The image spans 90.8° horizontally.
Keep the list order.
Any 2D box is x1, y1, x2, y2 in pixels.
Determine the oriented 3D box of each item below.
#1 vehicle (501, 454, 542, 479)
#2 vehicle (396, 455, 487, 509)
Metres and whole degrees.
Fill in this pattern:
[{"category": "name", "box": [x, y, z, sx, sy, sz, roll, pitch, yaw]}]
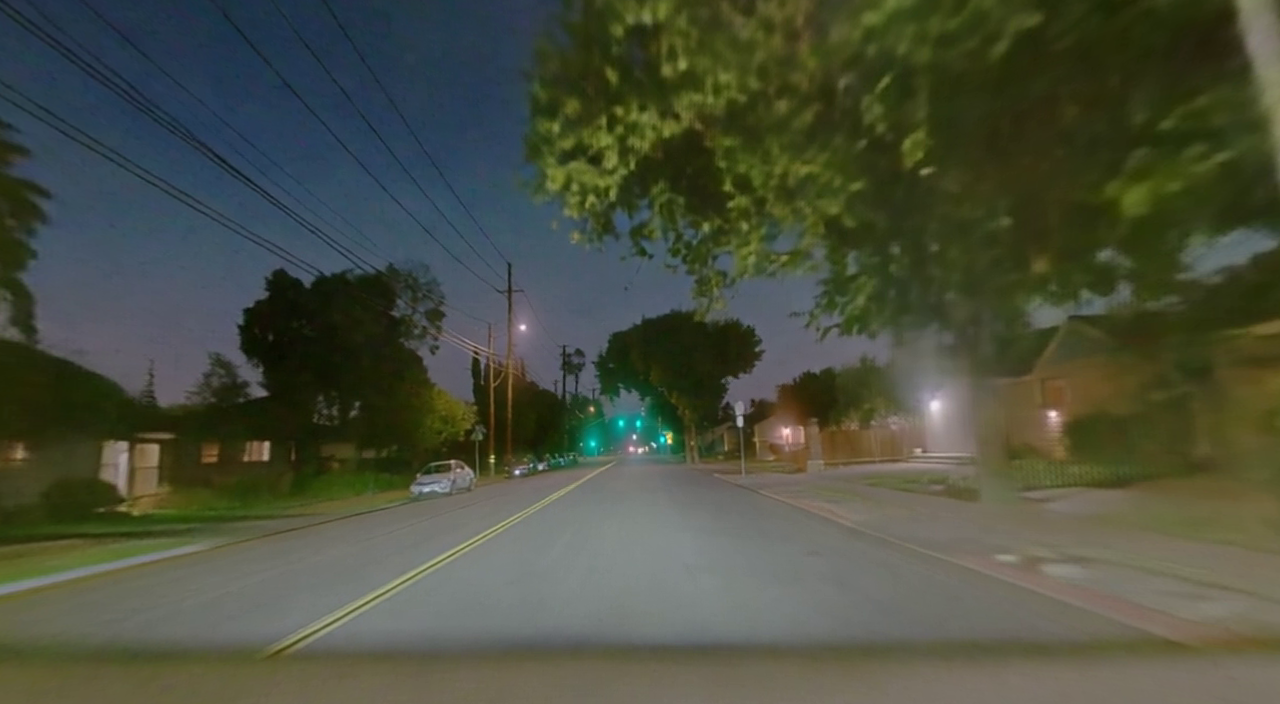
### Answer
[{"category": "vehicle", "box": [-7.761, 7.510, 41.650, 1.949, 1.512, 3.818, 0, -9, 0]}, {"category": "vehicle", "box": [-7.259, 4.764, 23.588, 1.869, 1.442, 4.344, -9, -8, -1]}]
